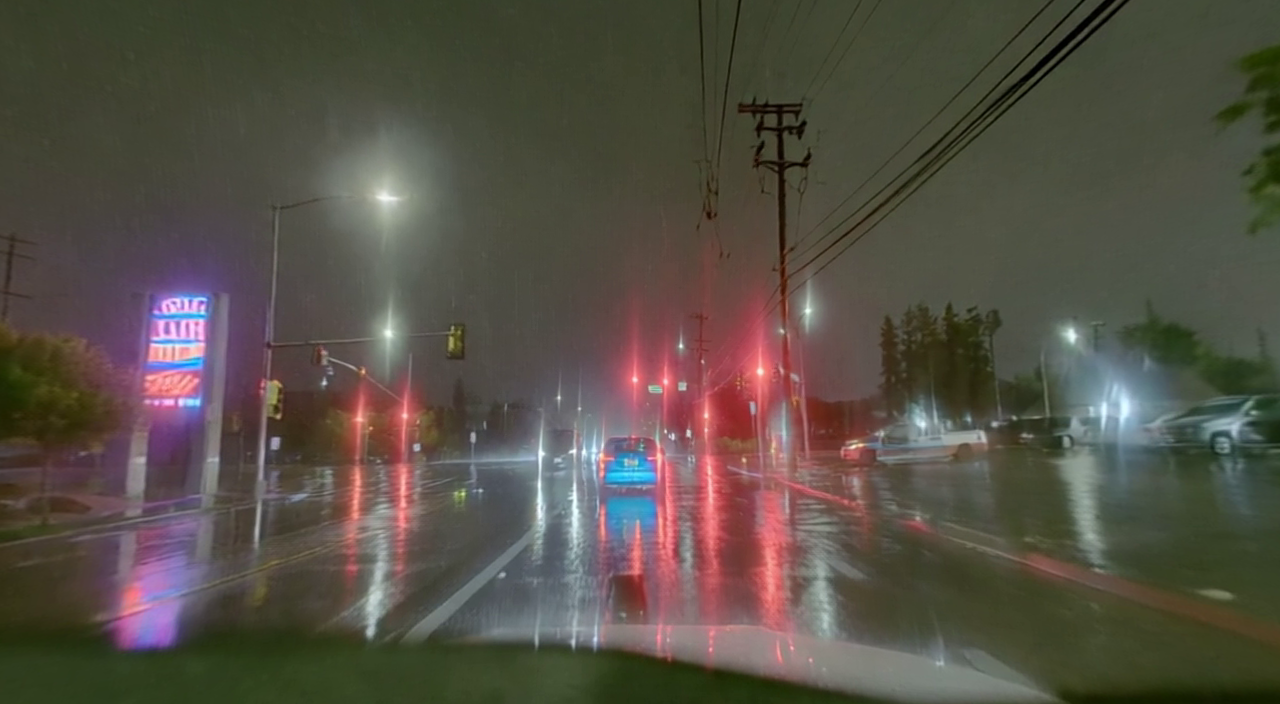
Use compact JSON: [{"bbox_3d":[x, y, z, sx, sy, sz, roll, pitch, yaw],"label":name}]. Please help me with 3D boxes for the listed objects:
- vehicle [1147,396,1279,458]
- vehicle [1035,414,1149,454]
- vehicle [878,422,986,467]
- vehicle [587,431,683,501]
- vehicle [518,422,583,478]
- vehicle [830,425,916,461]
[{"bbox_3d":[19.299,2.454,20.705,4.261,1.752,2.151,1,-11,-23],"label":"vehicle"},{"bbox_3d":[18.614,3.401,25.949,4.446,1.511,1.977,4,-10,-29],"label":"vehicle"},{"bbox_3d":[10.410,3.361,22.877,1.888,1.455,4.268,0,-8,0],"label":"vehicle"},{"bbox_3d":[-0.185,2.770,15.727,2.070,1.481,4.216,0,-8,-2],"label":"vehicle"},{"bbox_3d":[-3.182,3.570,23.131,2.106,1.852,4.512,1,-8,-6],"label":"vehicle"},{"bbox_3d":[10.532,4.176,28.885,1.842,1.471,4.481,1,-8,-6],"label":"vehicle"}]
